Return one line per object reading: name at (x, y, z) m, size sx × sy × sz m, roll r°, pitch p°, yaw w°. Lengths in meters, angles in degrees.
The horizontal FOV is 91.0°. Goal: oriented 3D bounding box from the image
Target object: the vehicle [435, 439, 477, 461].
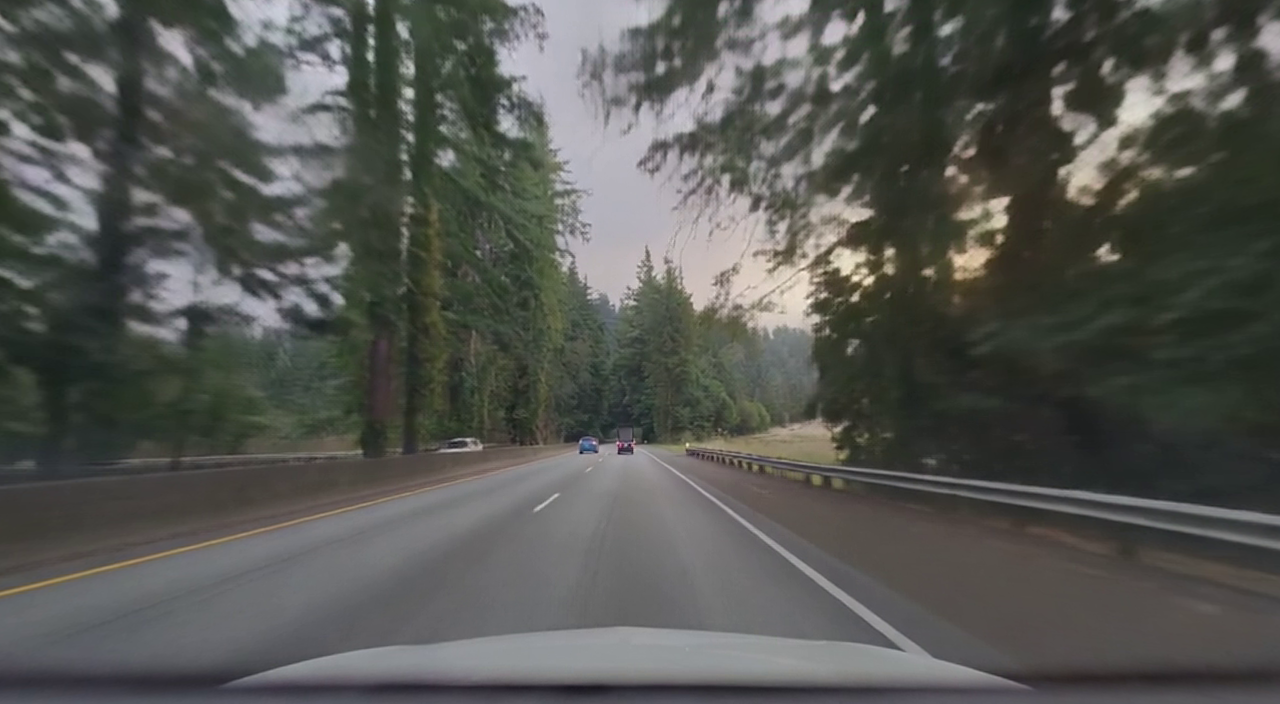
vehicle at (-13.353, 7.130, 45.889) m, size 1.851 × 1.461 × 4.001 m, roll 0°, pitch -8°, yaw -1°
